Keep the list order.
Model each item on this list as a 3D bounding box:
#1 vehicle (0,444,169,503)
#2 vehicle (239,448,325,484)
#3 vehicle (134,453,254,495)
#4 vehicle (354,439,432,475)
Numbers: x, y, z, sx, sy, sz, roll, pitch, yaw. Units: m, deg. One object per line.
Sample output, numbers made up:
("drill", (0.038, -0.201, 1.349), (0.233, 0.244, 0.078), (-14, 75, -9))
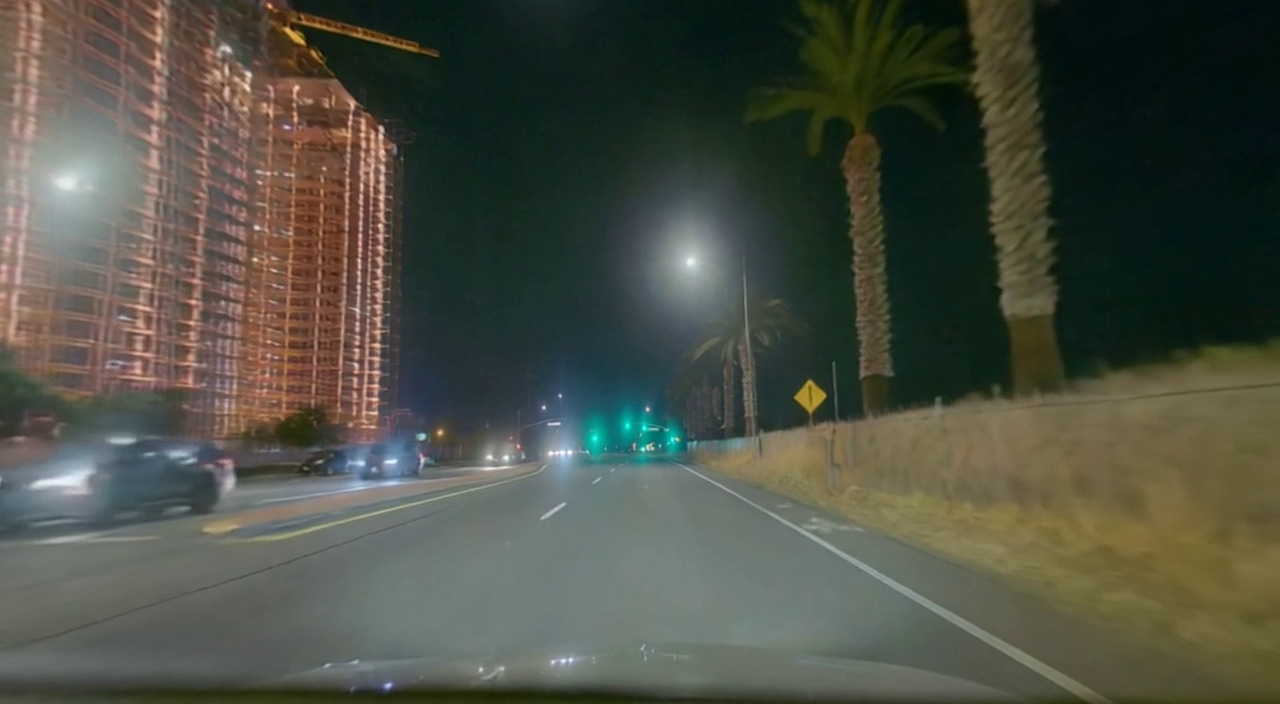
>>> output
("vehicle", (-19.551, 4.133, 22.009), (2.378, 1.783, 4.912), (0, -8, 0))
("vehicle", (-19.332, 6.152, 34.359), (1.985, 1.625, 4.749), (-2, -7, -1))
("vehicle", (-19.355, 5.269, 27.693), (1.836, 1.418, 4.956), (-2, -7, -2))
("vehicle", (-16.104, 6.870, 41.581), (2.601, 2.118, 6.071), (0, -8, 1))
